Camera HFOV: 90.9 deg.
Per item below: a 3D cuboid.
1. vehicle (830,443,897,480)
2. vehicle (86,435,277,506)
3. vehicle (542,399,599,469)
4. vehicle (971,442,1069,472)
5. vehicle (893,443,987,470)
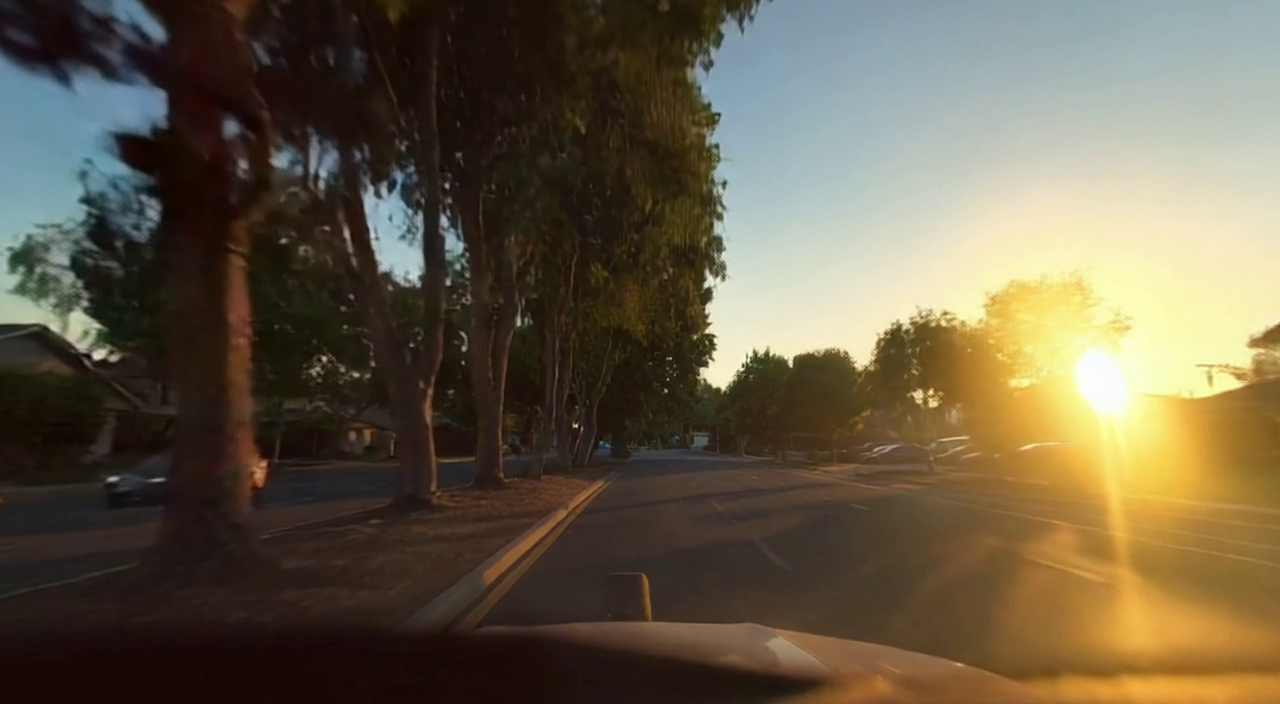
[{"bbox_3d":[11.448,5.608,32.614,1.976,1.780,4.352,0,-8,1],"label":"vehicle"},{"bbox_3d":[-14.194,3.674,20.080,2.145,1.937,5.203,0,-8,0],"label":"vehicle"},{"bbox_3d":[-3.924,4.739,36.394,3.008,3.786,3.422,0,-8,-2],"label":"vehicle"},{"bbox_3d":[22.646,6.253,37.723,4.570,1.521,2.029,1,-8,6],"label":"vehicle"},{"bbox_3d":[20.224,7.047,42.655,5.184,1.713,2.210,0,-8,0],"label":"vehicle"}]
